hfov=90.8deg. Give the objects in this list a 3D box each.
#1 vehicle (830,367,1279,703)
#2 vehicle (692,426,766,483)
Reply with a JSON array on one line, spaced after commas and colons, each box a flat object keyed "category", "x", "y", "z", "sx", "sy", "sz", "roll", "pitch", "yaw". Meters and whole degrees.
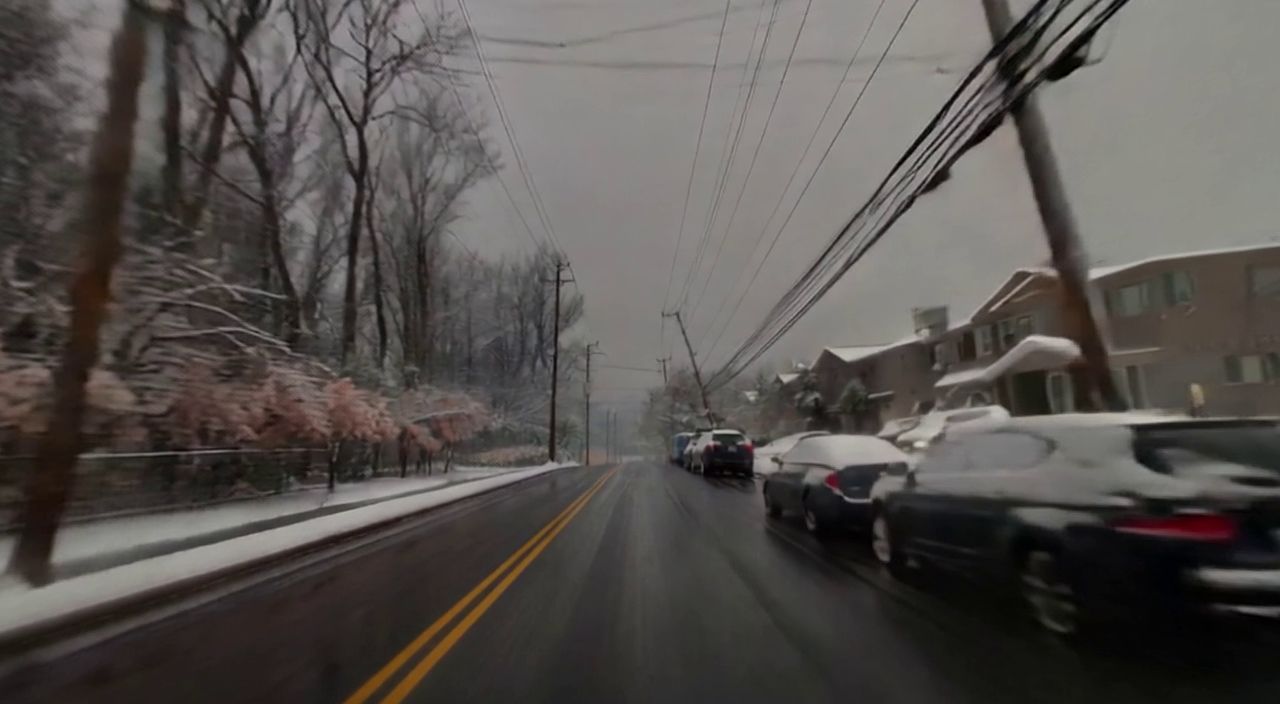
[{"category": "vehicle", "x": 3.311, "y": 1.246, "z": 5.284, "sx": 1.848, "sy": 1.624, "sz": 5.200, "roll": 0, "pitch": -8, "yaw": 0}, {"category": "vehicle", "x": 3.249, "y": 3.877, "z": 24.148, "sx": 2.020, "sy": 1.900, "sz": 5.202, "roll": 0, "pitch": -8, "yaw": -1}]
